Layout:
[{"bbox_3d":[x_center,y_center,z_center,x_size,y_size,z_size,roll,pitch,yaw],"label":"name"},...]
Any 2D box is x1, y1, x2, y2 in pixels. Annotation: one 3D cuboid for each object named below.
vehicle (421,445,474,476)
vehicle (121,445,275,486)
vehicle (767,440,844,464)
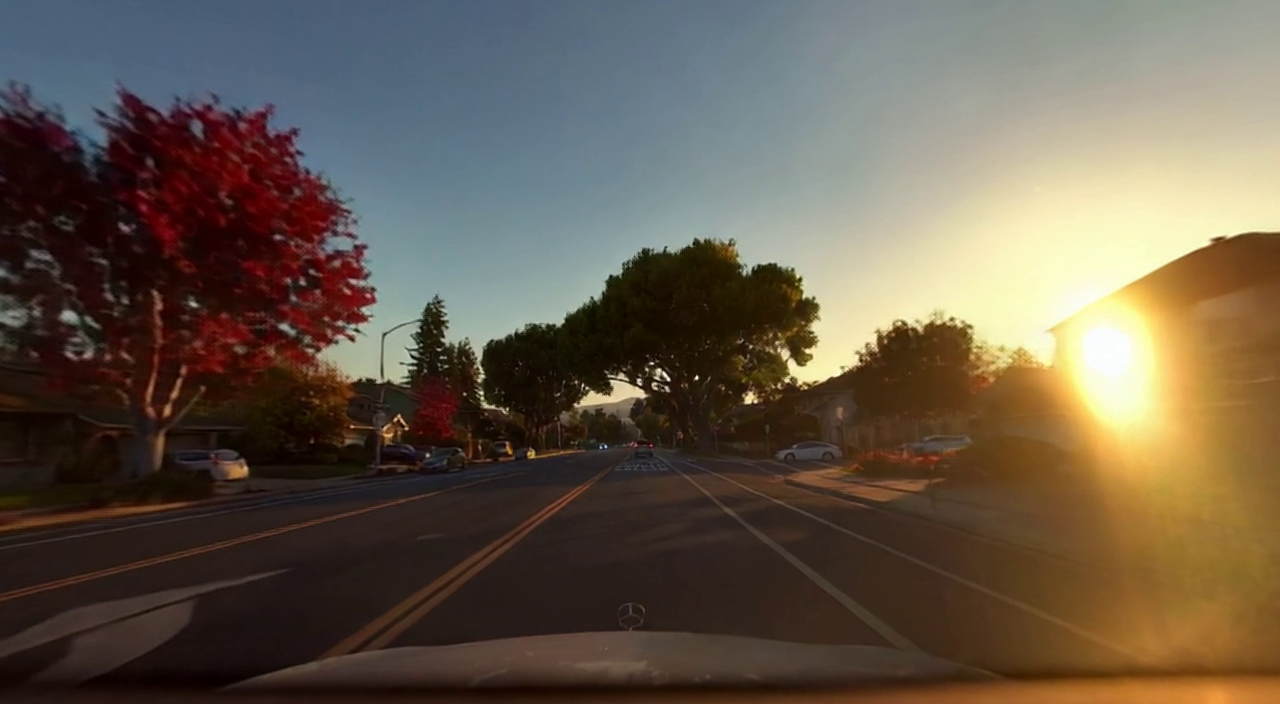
[{"bbox_3d":[-12.415,6.993,40.890,1.965,1.653,4.488,-3,-6,1],"label":"vehicle"},{"bbox_3d":[-18.189,4.686,26.157,4.717,1.605,2.074,1,-8,-3],"label":"vehicle"},{"bbox_3d":[11.025,6.693,42.363,4.818,1.525,2.163,-1,-9,9],"label":"vehicle"}]
